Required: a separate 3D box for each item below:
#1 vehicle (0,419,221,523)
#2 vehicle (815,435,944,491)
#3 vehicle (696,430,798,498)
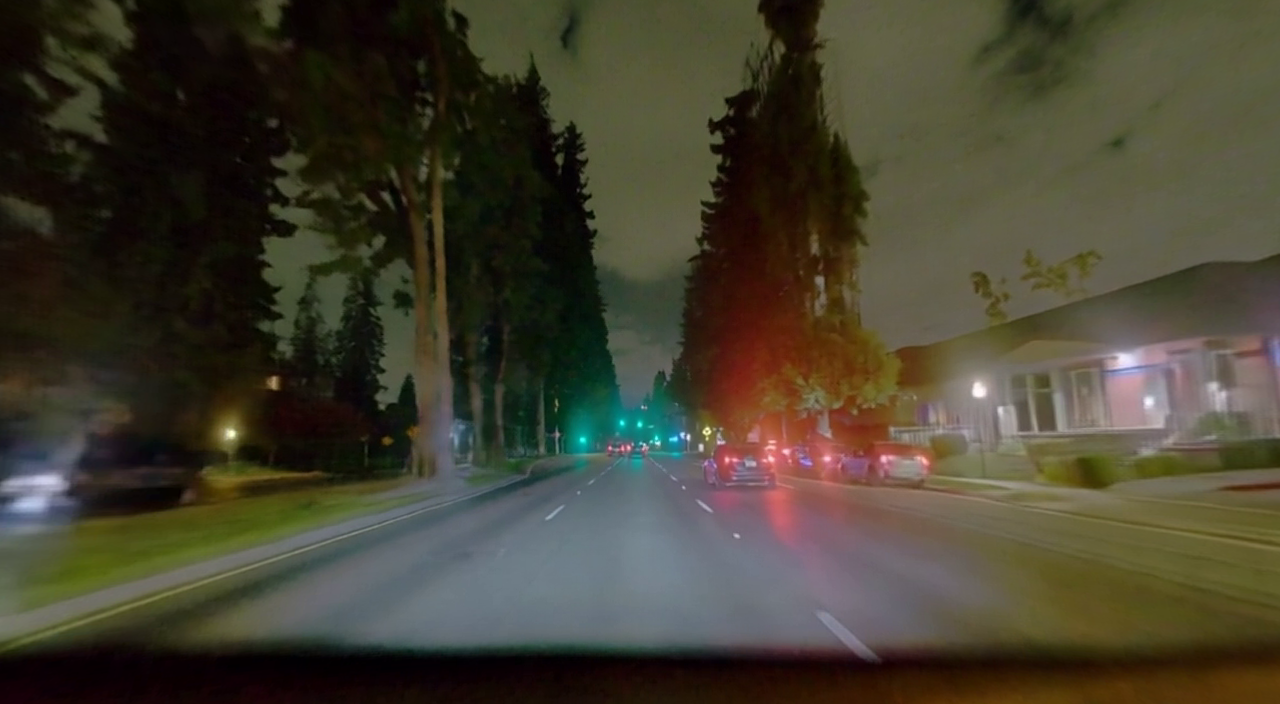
[{"bbox_3d":[-11.437,2.364,13.060,2.207,1.745,4.717,0,-9,0],"label":"vehicle"},{"bbox_3d":[7.483,3.519,20.374,2.068,1.558,5.058,0,-9,-2],"label":"vehicle"},{"bbox_3d":[2.823,3.060,17.573,2.022,1.656,4.025,0,-9,-1],"label":"vehicle"}]
